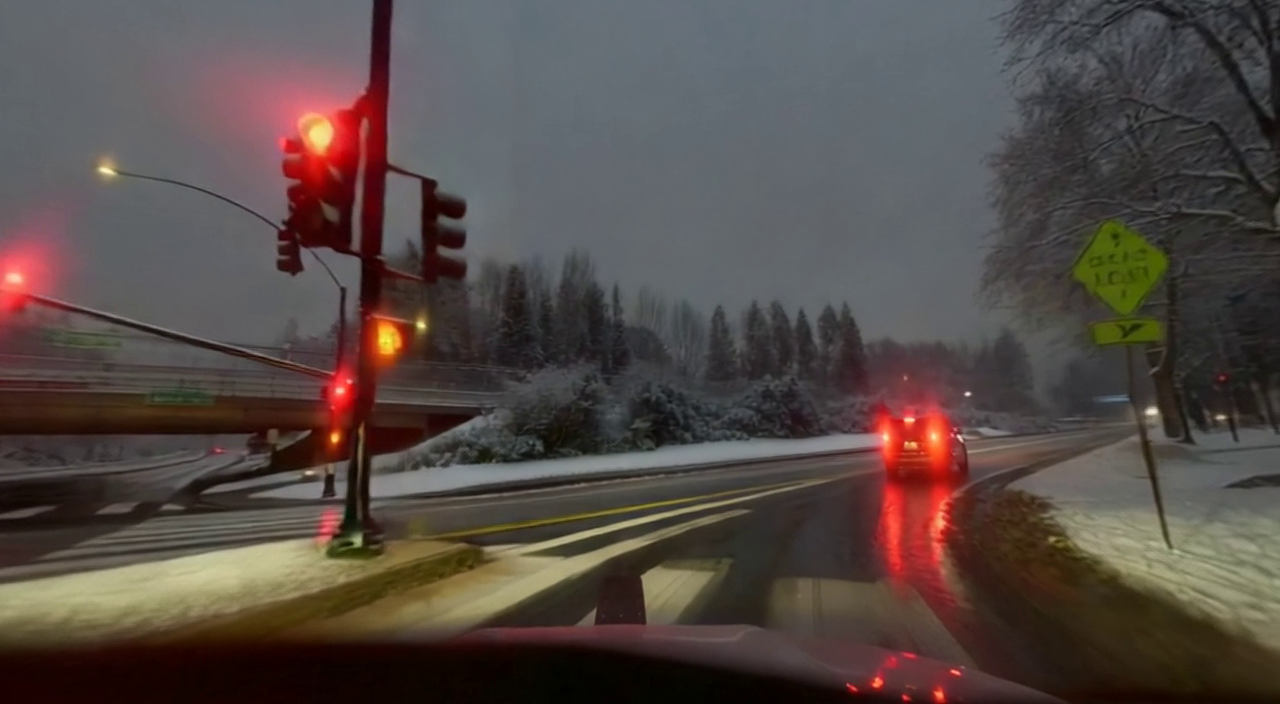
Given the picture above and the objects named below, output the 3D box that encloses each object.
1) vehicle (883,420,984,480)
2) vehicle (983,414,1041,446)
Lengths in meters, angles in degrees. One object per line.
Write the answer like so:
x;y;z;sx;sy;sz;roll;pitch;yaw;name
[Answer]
9.096;2.990;19.405;1.908;1.622;4.166;-6;-11;36;vehicle
24.655;5.224;41.790;2.122;1.954;5.144;-8;-11;42;vehicle
